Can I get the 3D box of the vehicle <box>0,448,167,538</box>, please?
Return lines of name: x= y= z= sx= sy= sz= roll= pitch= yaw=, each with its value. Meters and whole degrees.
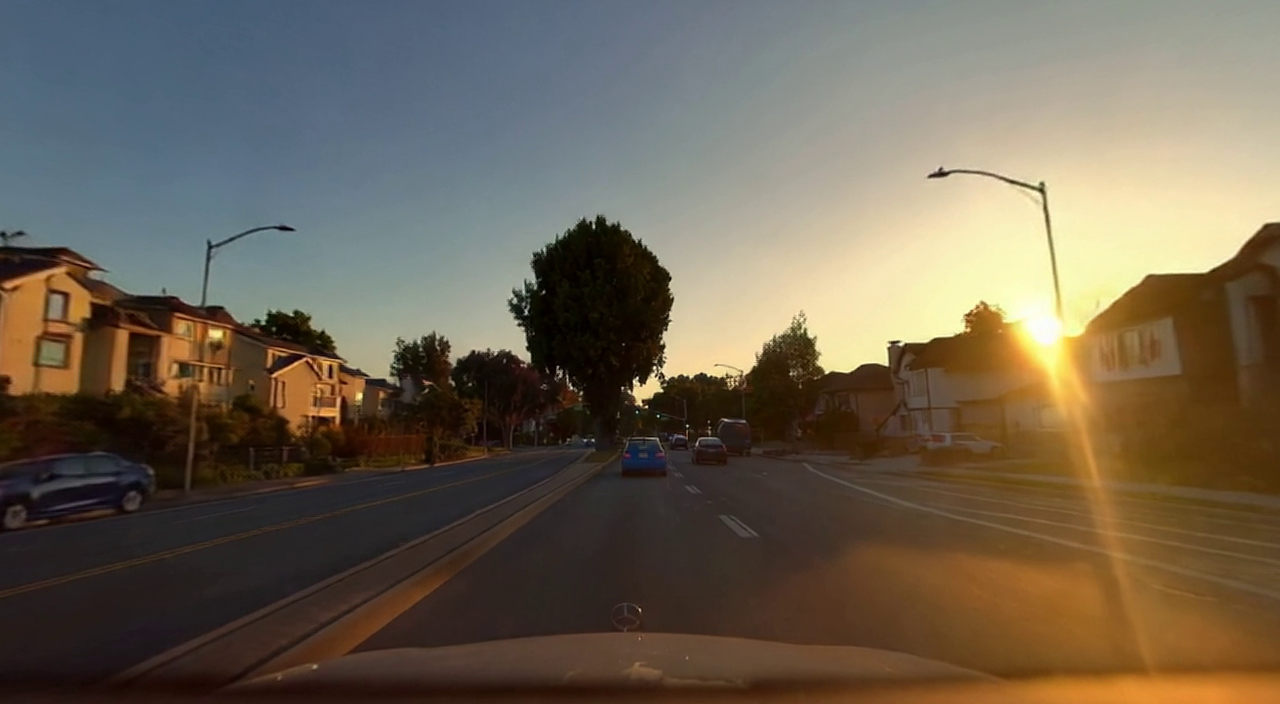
vehicle: x=-14.241 y=3.158 z=14.680 sx=2.078 sy=1.833 sz=5.666 roll=0 pitch=-9 yaw=0

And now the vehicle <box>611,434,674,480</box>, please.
vehicle: x=0.054 y=3.765 z=22.869 sx=2.093 sy=1.497 sz=4.010 roll=0 pitch=-9 yaw=-1

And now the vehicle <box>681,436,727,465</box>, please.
vehicle: x=3.520 y=5.551 z=35.804 sx=2.161 sy=1.519 sz=4.568 roll=0 pitch=-9 yaw=0

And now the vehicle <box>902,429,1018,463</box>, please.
vehicle: x=15.207 y=4.497 z=30.167 sx=4.456 sy=1.520 sz=1.911 roll=0 pitch=-9 yaw=-2
